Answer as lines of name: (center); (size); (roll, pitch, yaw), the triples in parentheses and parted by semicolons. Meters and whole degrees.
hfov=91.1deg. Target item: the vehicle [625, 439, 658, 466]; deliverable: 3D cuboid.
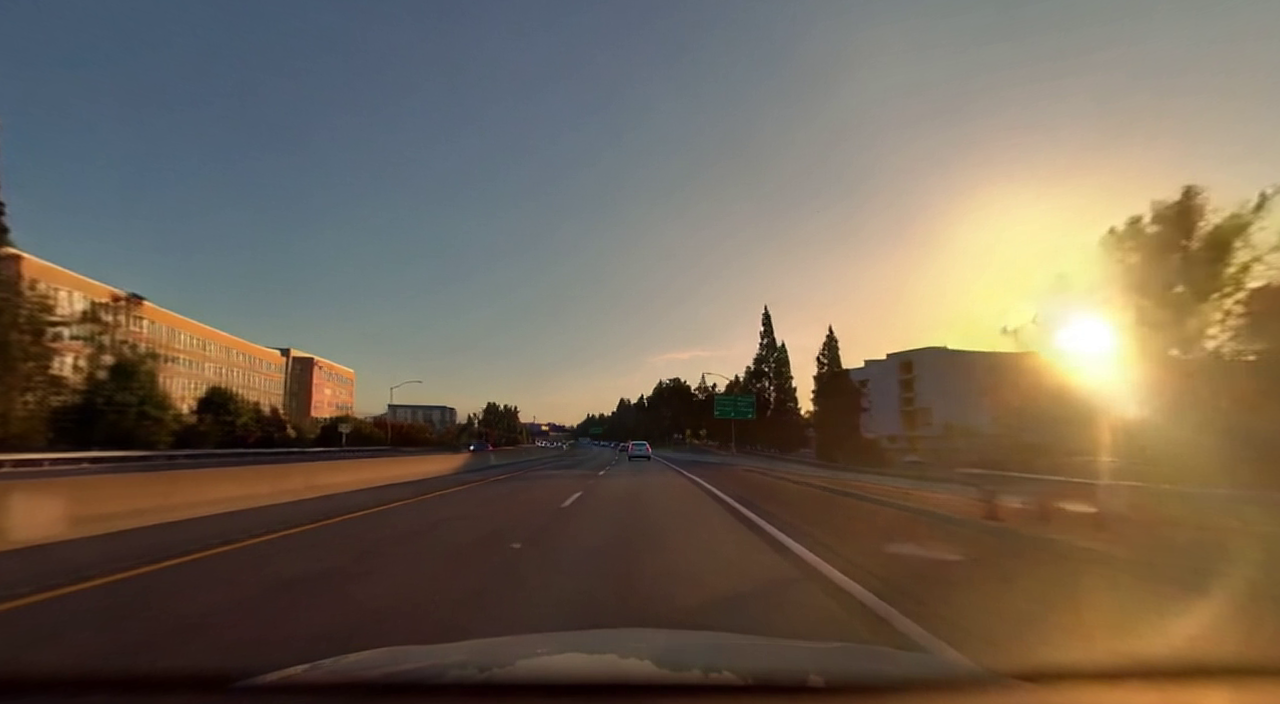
vehicle: (0.043, 6.513, 40.758); (2.029, 1.666, 4.064); (0, -8, -2)
